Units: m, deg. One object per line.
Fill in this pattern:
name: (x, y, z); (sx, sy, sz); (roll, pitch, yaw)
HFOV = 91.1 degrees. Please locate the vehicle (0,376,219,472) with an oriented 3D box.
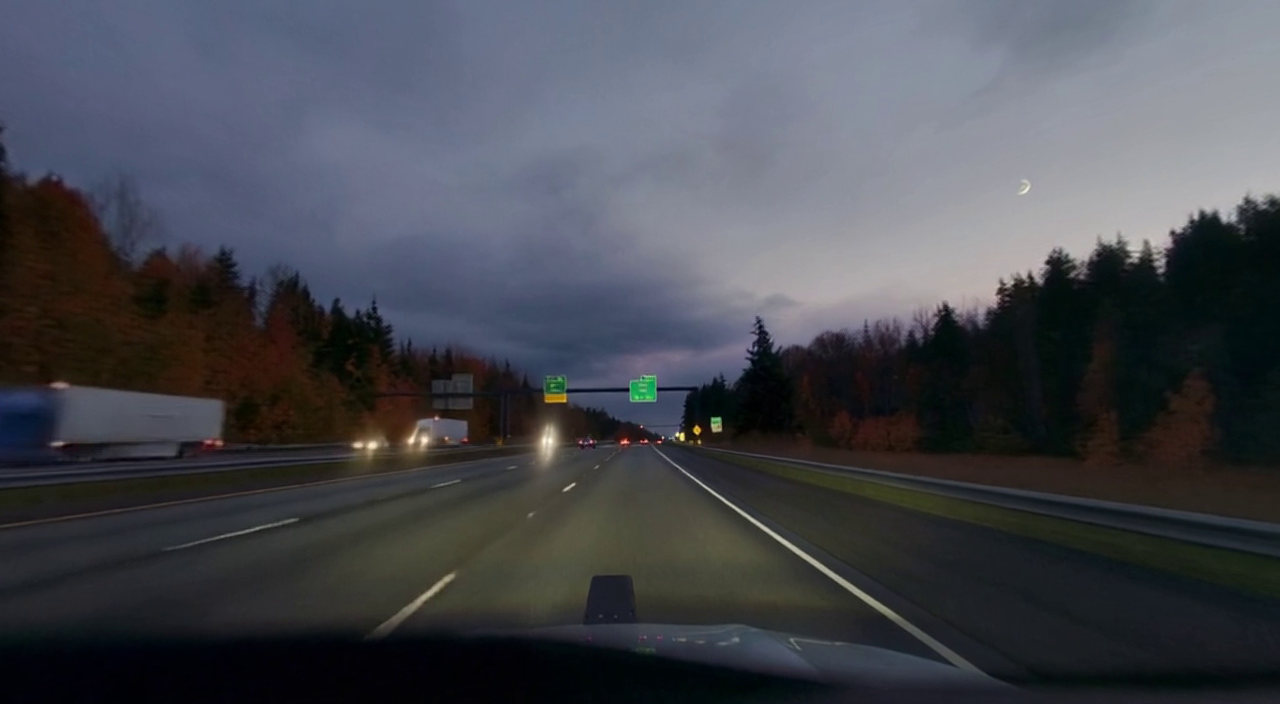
vehicle: (-29.003, 4.025, 33.844); (2.913, 4.084, 14.009); (0, -8, 0)

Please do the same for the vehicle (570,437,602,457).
vehicle: (-4.200, 7.461, 49.460); (2.004, 1.497, 4.260); (0, -8, 1)
